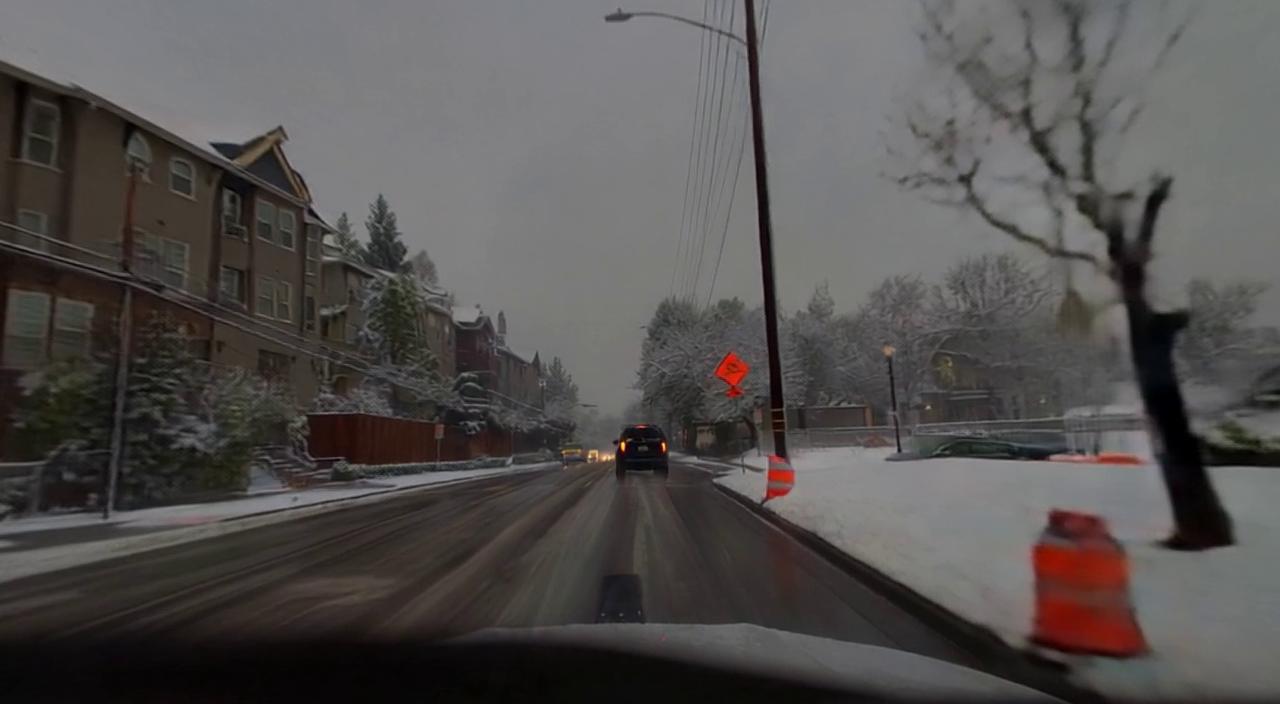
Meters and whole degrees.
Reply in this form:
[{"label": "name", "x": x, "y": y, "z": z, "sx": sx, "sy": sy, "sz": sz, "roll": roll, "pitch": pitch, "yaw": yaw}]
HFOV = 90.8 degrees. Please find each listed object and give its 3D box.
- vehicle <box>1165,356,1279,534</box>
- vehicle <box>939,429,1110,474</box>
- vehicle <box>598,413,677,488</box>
[{"label": "vehicle", "x": 9.606, "y": 0.906, "z": 6.548, "sx": 2.253, "sy": 2.306, "sz": 6.753, "roll": 0, "pitch": -10, "yaw": -2}, {"label": "vehicle", "x": 13.117, "y": 3.431, "z": 21.842, "sx": 4.567, "sy": 1.448, "sz": 1.890, "roll": -1, "pitch": -8, "yaw": 8}, {"label": "vehicle", "x": -0.106, "y": 3.079, "z": 19.903, "sx": 2.169, "sy": 2.015, "sz": 5.206, "roll": 0, "pitch": -8, "yaw": -1}]
